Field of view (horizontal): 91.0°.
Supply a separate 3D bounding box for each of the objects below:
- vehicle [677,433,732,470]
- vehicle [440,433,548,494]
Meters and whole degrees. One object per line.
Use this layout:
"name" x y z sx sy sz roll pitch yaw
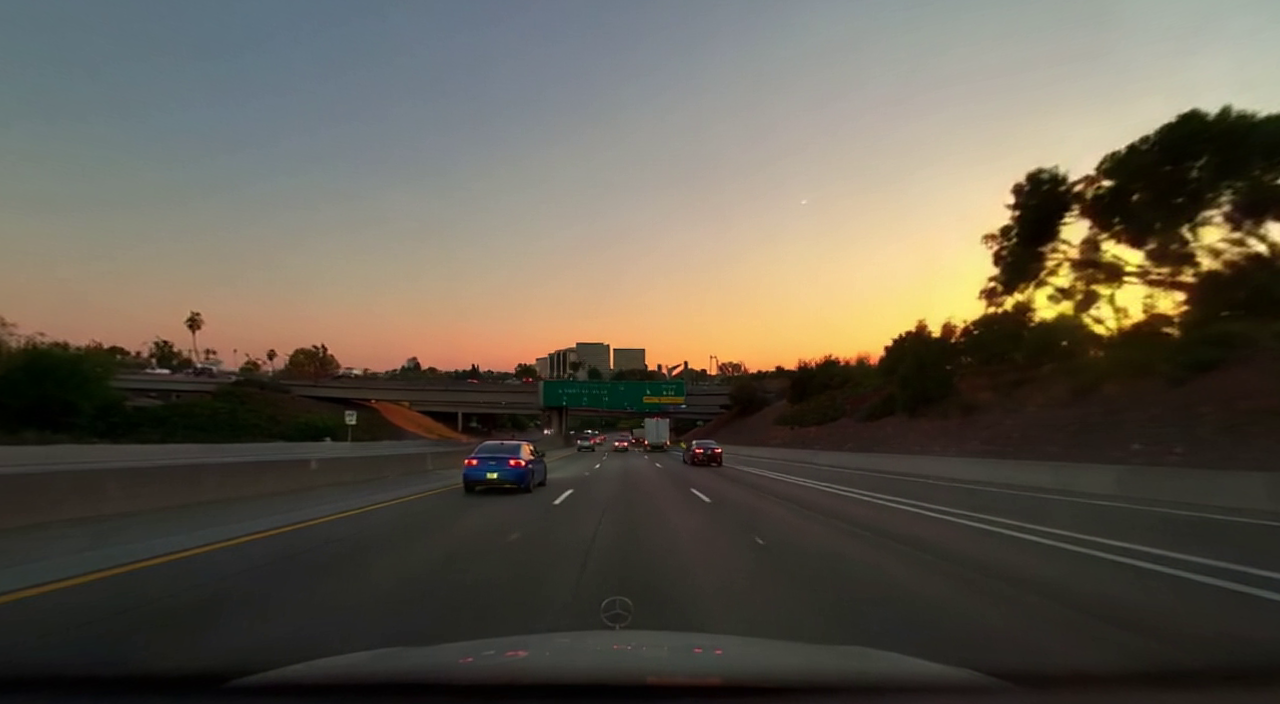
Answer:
"vehicle" 3.022 4.744 30.319 2.001 1.625 4.088 0 -8 -3
"vehicle" -3.955 3.103 17.898 2.064 1.479 4.370 0 -8 0
